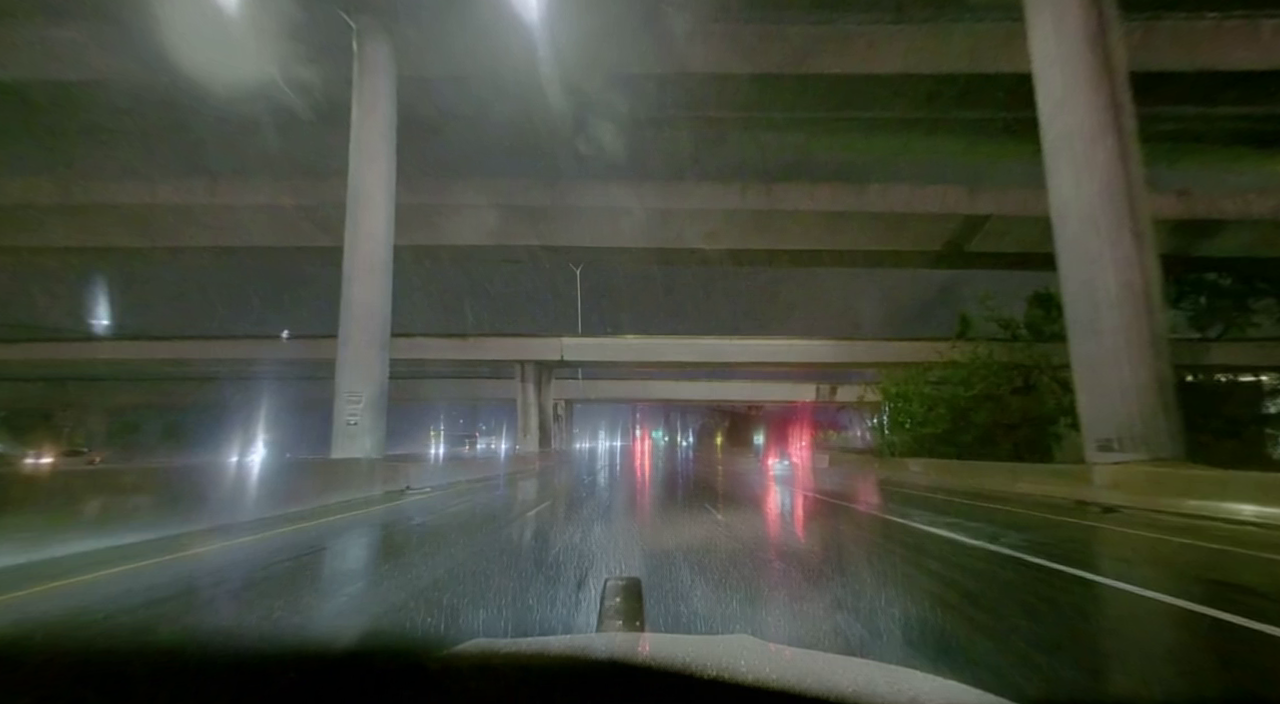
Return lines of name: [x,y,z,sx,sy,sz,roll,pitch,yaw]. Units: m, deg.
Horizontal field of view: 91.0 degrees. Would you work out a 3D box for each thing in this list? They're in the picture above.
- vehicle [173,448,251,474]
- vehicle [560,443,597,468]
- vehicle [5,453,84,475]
vehicle: [-29.350,7.488,43.358,1.874,1.625,4.917,1,-8,0]
vehicle: [-3.907,6.714,40.870,1.954,1.528,4.010,0,-9,0]
vehicle: [-44.770,8.401,47.483,1.746,1.521,4.178,0,-8,3]
